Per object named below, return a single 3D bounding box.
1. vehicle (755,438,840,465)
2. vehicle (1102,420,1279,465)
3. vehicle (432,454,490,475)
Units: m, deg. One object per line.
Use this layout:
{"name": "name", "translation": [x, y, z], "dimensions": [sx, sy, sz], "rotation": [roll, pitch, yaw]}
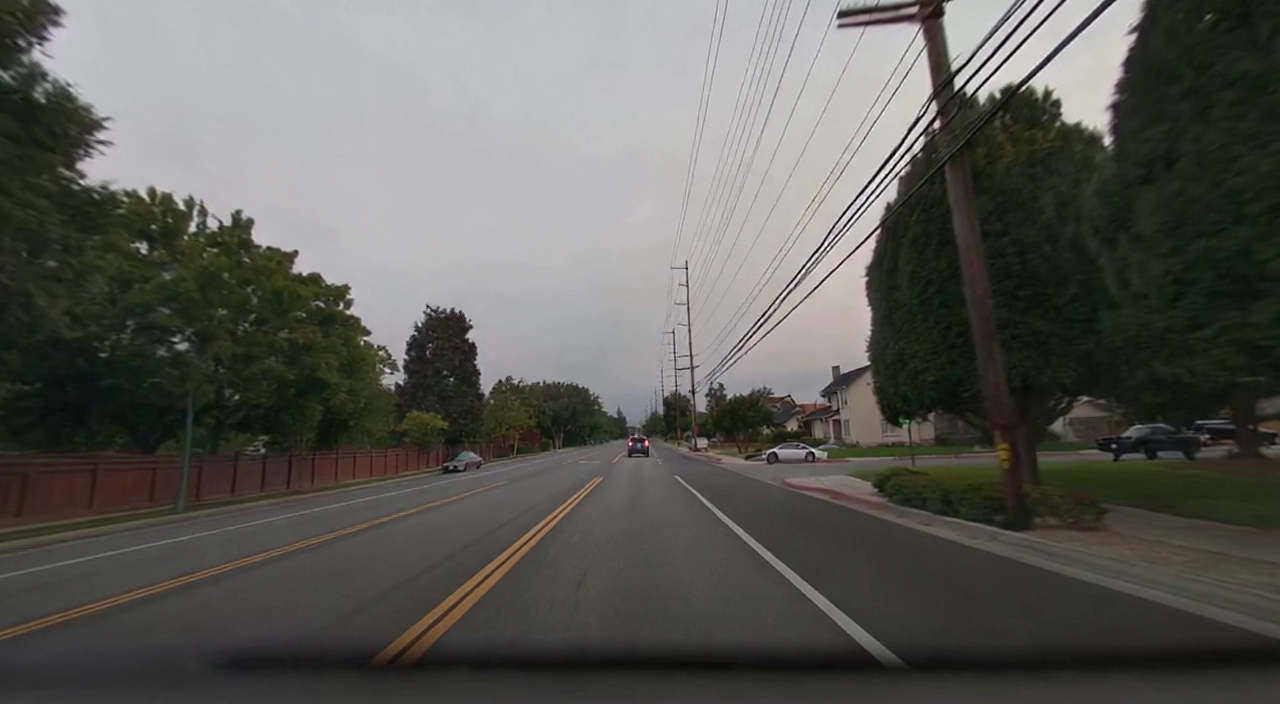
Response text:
{"name": "vehicle", "translation": [8.773, 5.595, 35.403], "dimensions": [4.487, 1.461, 1.874], "rotation": [-1, -9, 9]}
{"name": "vehicle", "translation": [23.927, 3.962, 27.548], "dimensions": [5.449, 1.883, 2.354], "rotation": [0, -8, 1]}
{"name": "vehicle", "translation": [-12.168, 7.674, 43.213], "dimensions": [2.530, 1.265, 4.495], "rotation": [-1, -8, 2]}
